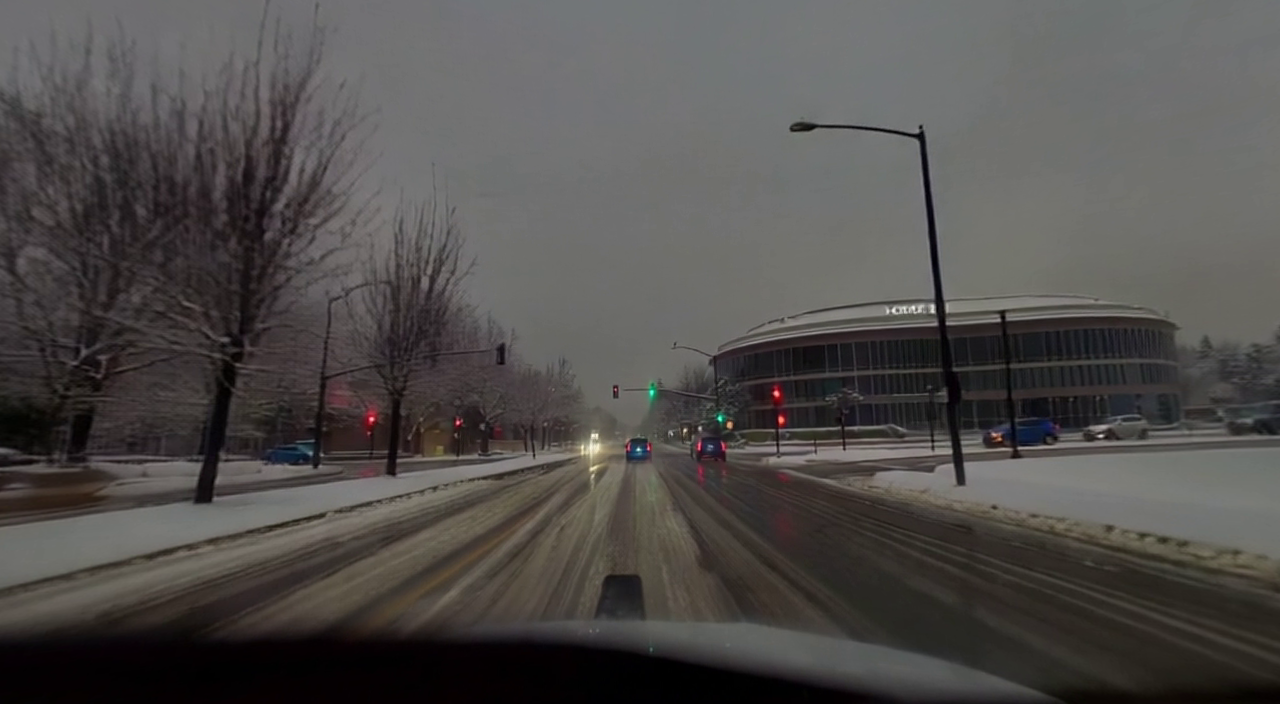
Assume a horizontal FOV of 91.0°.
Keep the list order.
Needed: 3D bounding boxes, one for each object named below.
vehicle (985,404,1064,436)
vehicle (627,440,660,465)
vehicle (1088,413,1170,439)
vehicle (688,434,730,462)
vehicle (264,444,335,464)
[{"bbox_3d":[23.431,4.249,38.650,1.887,1.635,4.695,1,-10,0],"label":"vehicle"},{"bbox_3d":[0.172,6.633,41.576,2.014,1.525,4.197,1,-9,-2],"label":"vehicle"},{"bbox_3d":[30.436,4.671,39.371,1.729,1.507,4.279,-1,-8,1],"label":"vehicle"},{"bbox_3d":[4.534,6.461,42.202,2.174,1.749,4.739,1,-9,-2],"label":"vehicle"},{"bbox_3d":[-26.819,8.033,49.716,4.500,1.555,1.913,0,-9,3],"label":"vehicle"}]
